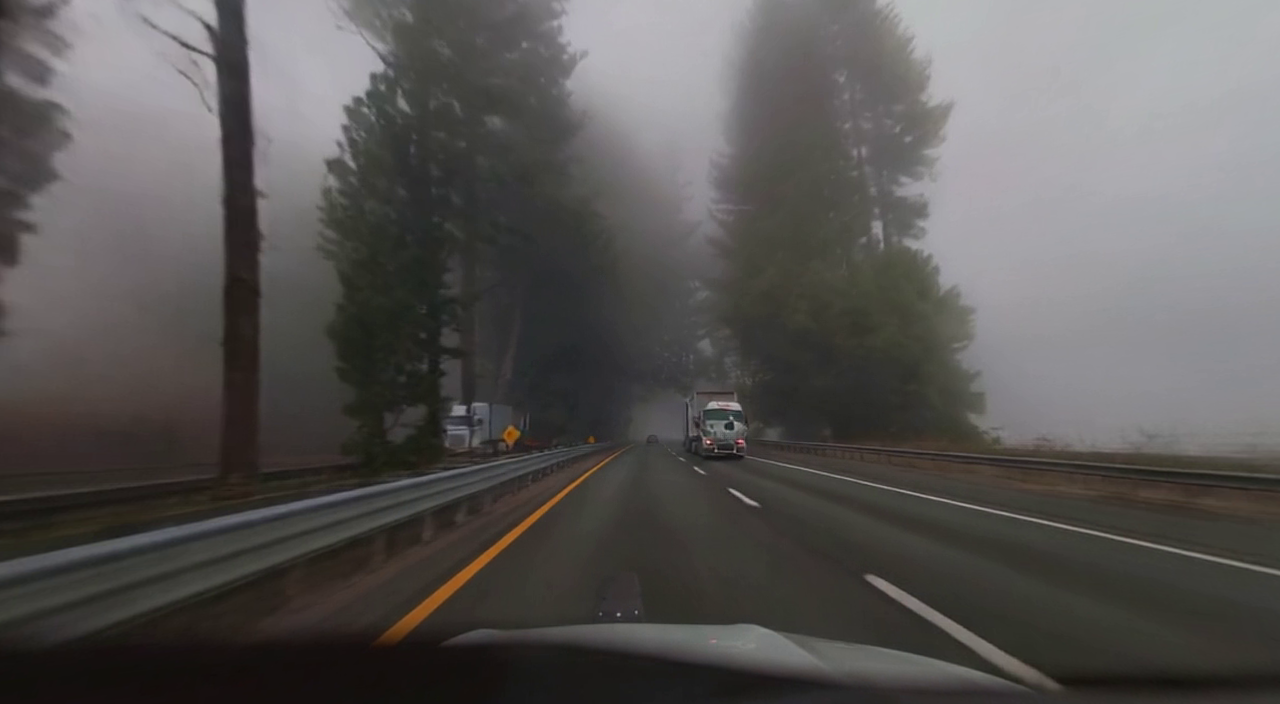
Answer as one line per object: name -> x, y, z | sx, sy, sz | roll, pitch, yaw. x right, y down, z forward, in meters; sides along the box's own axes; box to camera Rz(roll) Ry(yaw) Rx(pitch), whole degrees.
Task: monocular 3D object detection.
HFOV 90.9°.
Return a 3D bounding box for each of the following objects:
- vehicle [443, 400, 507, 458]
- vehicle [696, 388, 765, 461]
vehicle -> -11.887, 5.636, 45.927 | 3.013, 3.979, 5.795 | 0, -8, 1
vehicle -> 4.389, 3.681, 31.548 | 2.749, 3.357, 4.979 | 0, -8, 1
